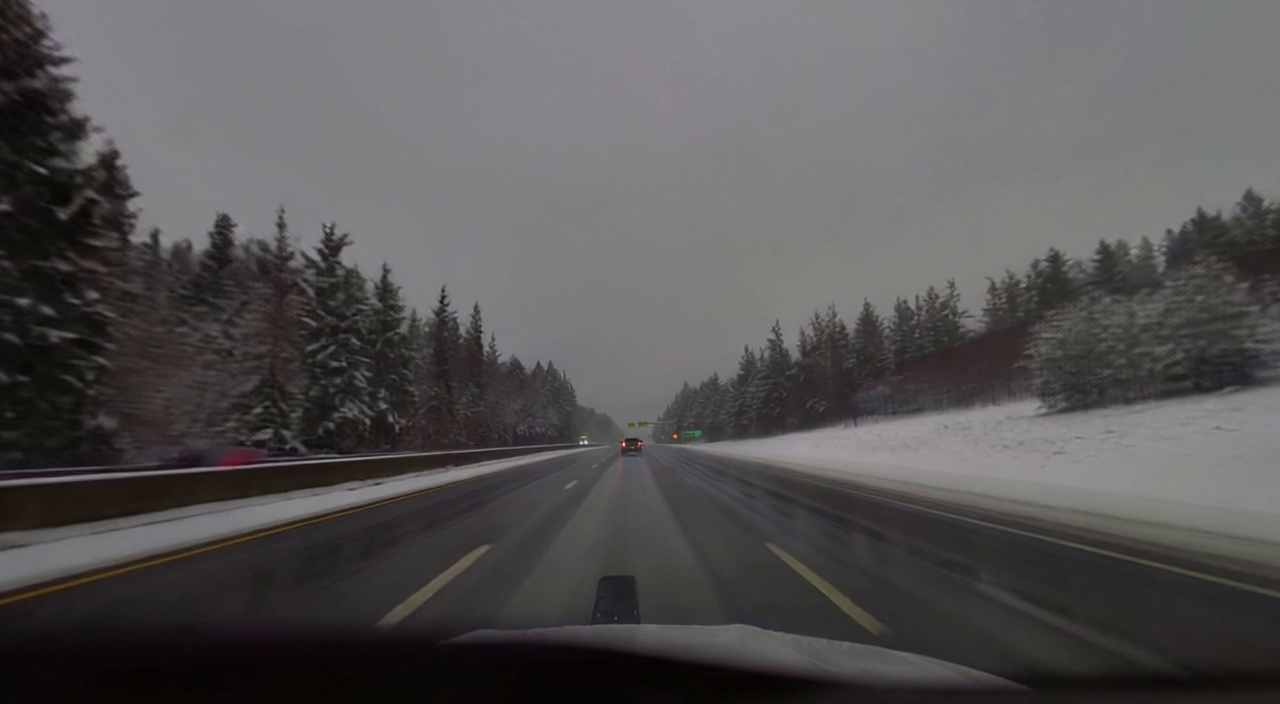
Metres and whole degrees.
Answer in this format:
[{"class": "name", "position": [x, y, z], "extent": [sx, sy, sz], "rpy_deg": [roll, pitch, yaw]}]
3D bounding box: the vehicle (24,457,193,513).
[{"class": "vehicle", "position": [-16.848, 4.186, 20.294], "extent": [1.789, 1.464, 4.245], "rpy_deg": [0, -8, -1]}]
